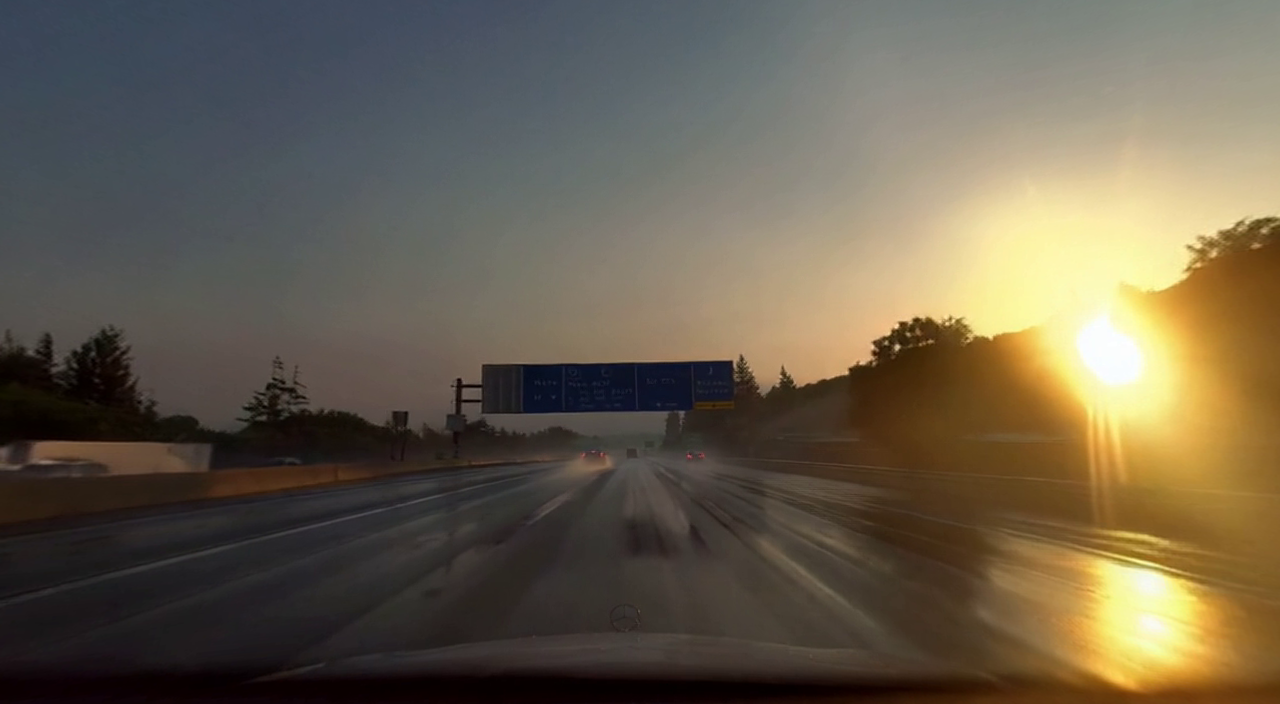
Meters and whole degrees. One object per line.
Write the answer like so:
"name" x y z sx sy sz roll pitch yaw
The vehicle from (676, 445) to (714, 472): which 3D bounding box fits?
"vehicle" 3.766 7.416 44.064 2.133 1.746 4.511 0 -9 -1
